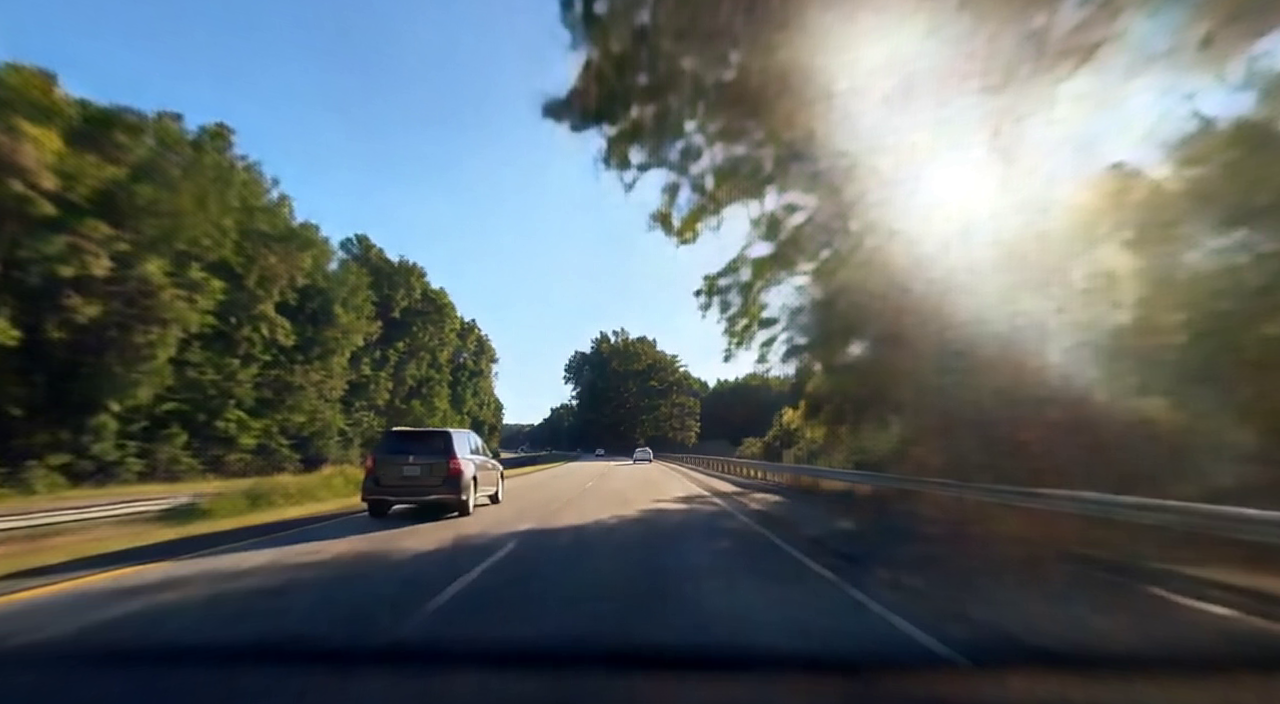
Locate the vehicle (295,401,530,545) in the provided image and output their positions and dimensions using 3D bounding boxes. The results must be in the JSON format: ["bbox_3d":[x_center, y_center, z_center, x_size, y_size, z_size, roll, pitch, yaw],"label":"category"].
[{"bbox_3d":[-3.690,2.103,11.571,2.418,2.049,4.930,0,-9,0],"label":"vehicle"}]

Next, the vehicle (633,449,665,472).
[{"bbox_3d":[0.573,7.358,43.123,2.046,1.452,4.407,0,-9,-1],"label":"vehicle"}]
